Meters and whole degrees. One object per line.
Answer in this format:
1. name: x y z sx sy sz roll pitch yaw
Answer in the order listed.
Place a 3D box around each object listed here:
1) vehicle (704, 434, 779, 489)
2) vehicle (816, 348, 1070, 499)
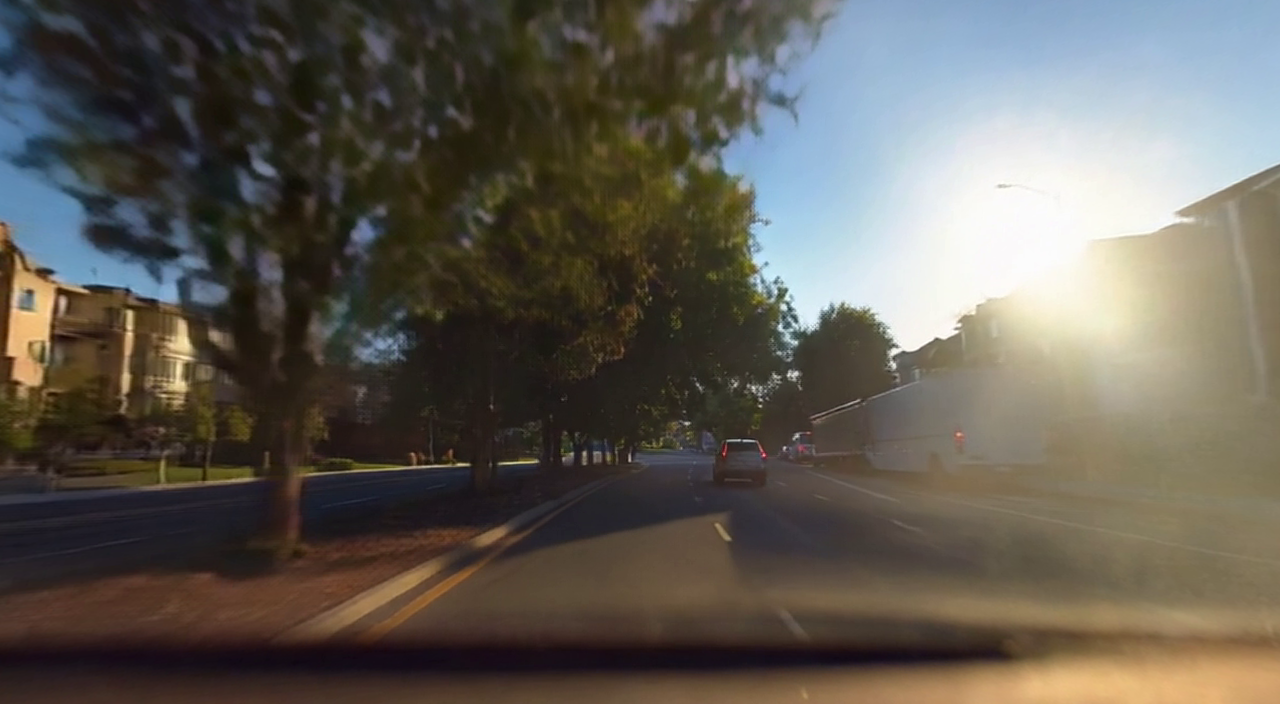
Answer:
1. vehicle: 3.655 4.041 23.629 2.215 1.812 4.569 0 -9 2
2. vehicle: 10.882 3.340 26.683 2.887 4.158 18.418 -1 -9 4
